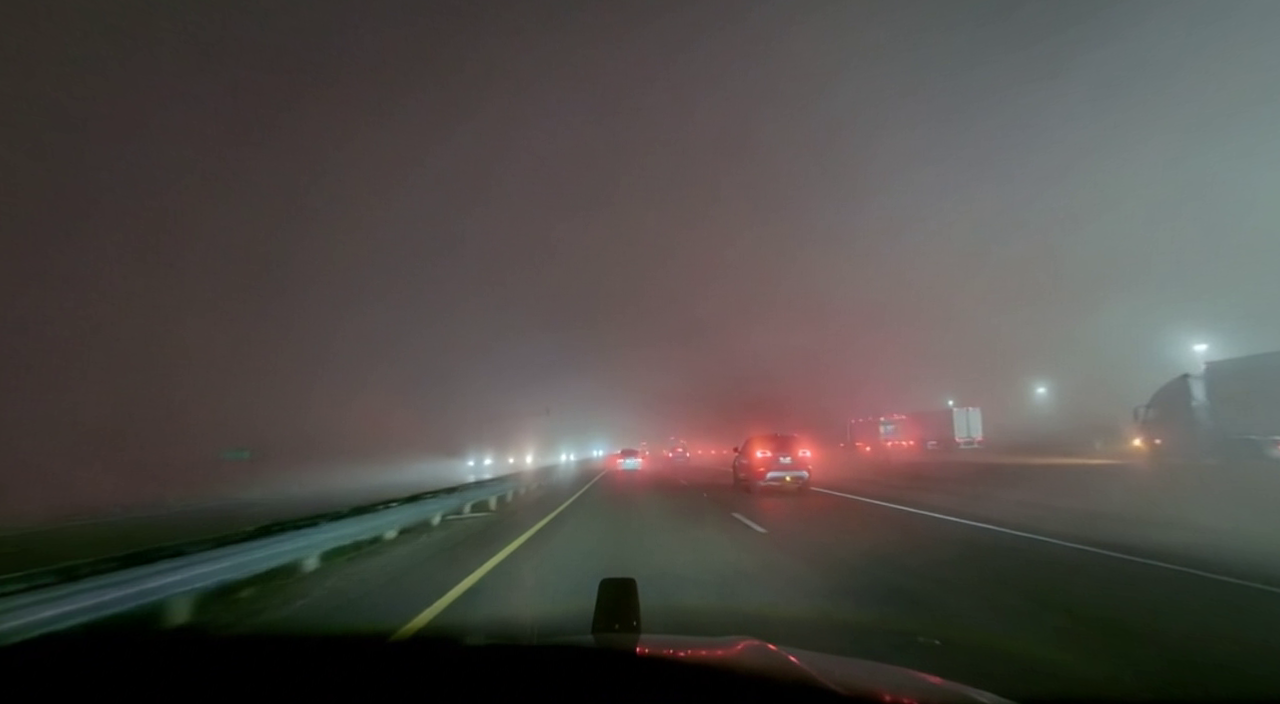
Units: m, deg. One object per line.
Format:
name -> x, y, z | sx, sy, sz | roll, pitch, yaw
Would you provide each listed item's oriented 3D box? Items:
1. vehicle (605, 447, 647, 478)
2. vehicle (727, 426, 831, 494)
vehicle -> -0.696, 5.589, 31.919 | 2.029, 1.483, 3.769 | 0, -9, -1
vehicle -> 4.383, 3.515, 20.643 | 2.261, 1.952, 4.784 | 0, -9, -1
